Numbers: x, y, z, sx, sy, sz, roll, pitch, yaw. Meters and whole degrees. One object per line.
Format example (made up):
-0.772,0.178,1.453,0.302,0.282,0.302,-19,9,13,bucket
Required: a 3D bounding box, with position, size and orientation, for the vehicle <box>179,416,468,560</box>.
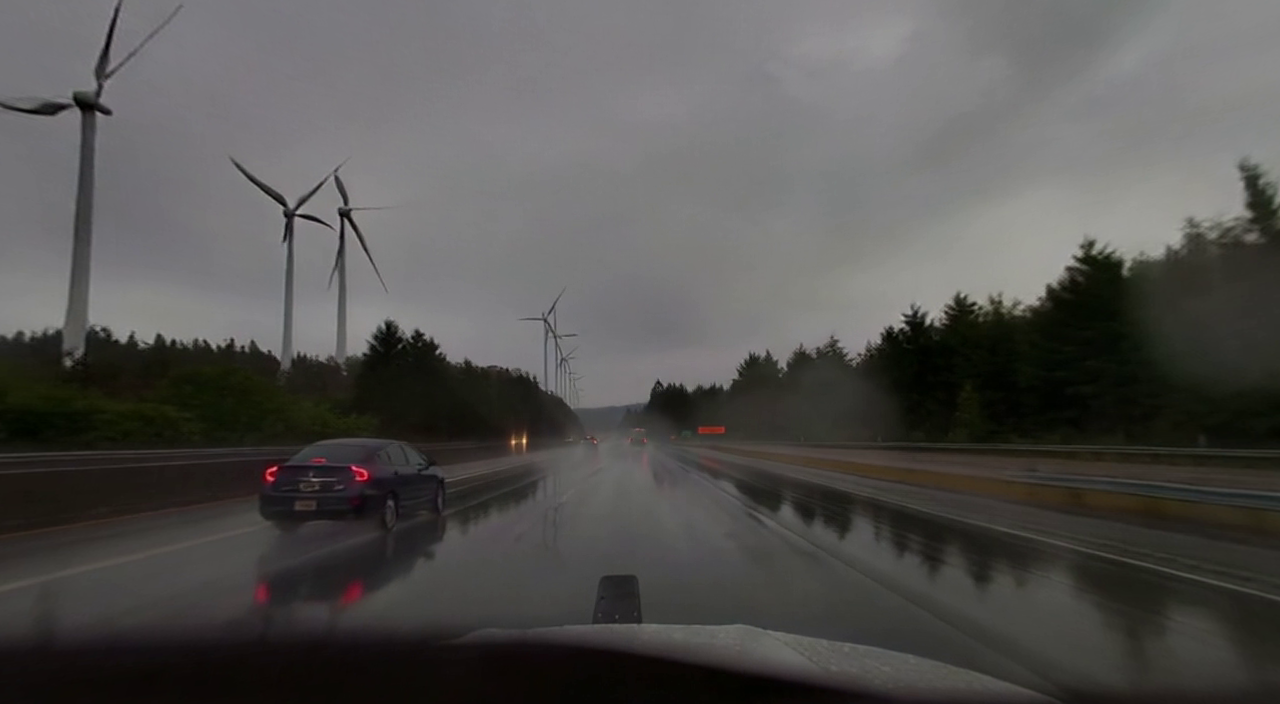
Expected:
-3.915,1.722,8.734,1.950,1.511,3.965,0,-8,-1,vehicle
